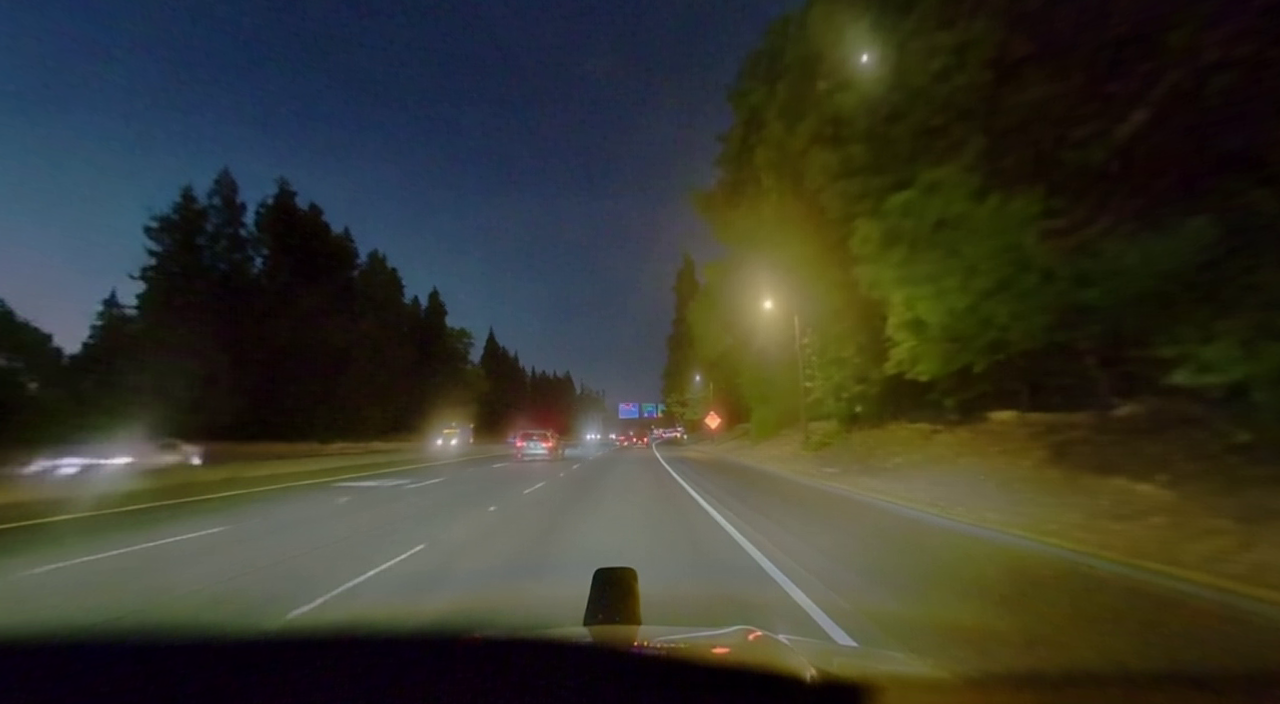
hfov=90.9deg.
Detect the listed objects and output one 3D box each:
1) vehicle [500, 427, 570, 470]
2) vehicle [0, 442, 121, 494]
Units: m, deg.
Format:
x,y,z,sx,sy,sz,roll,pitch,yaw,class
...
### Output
x,y,z,sx,sy,sz,roll,pitch,yaw,class
-4.216,3.947,26.041,2.052,1.626,4.514,0,-8,1,vehicle
-19.706,3.695,20.476,1.803,1.464,4.532,0,-8,0,vehicle
